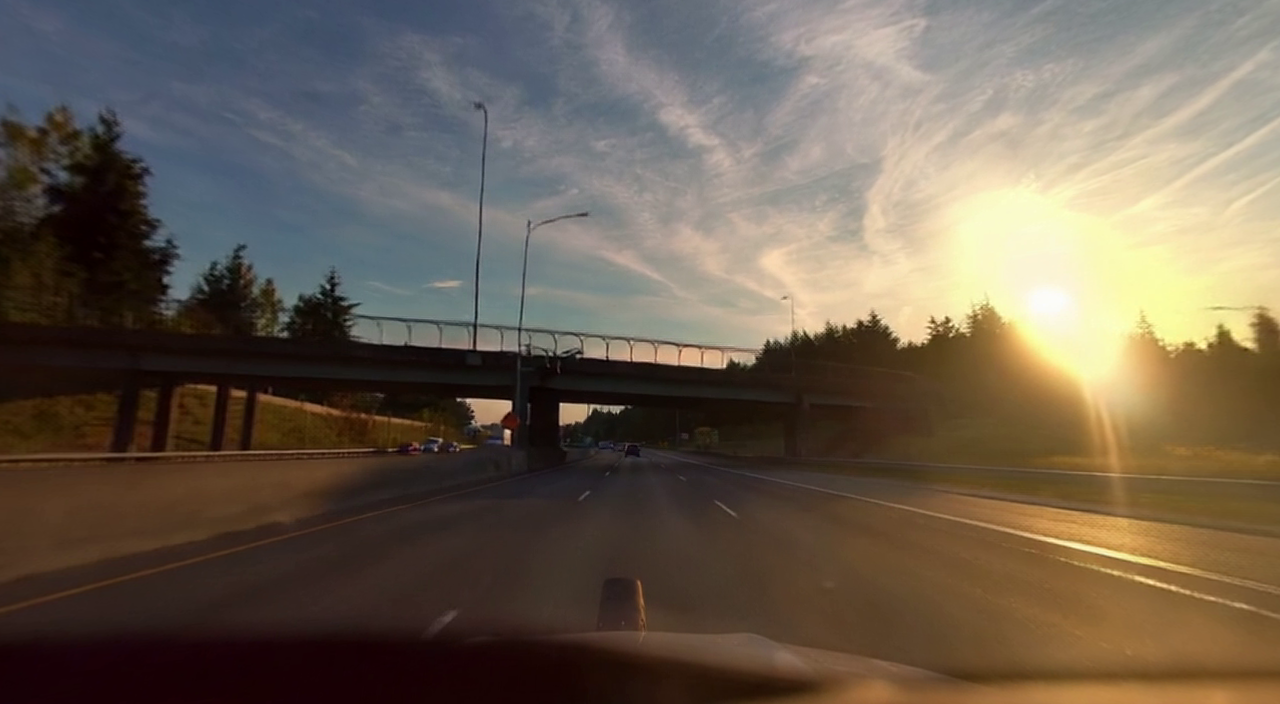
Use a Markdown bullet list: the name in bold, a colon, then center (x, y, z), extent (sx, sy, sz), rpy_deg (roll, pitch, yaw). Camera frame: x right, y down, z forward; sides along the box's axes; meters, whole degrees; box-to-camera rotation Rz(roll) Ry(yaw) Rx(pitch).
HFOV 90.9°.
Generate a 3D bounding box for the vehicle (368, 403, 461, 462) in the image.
- **vehicle**: center (-16.109, 6.014, 46.098), extent (2.985, 3.790, 10.161), rpy_deg (0, -9, 0)
